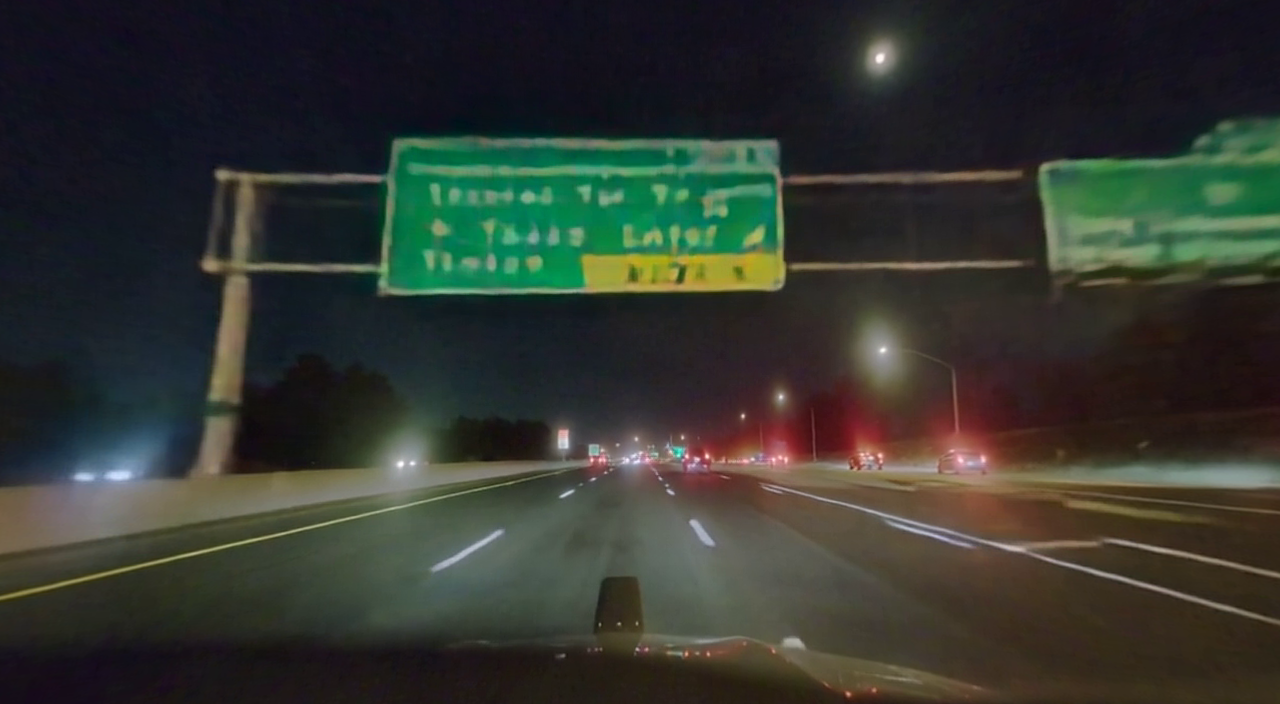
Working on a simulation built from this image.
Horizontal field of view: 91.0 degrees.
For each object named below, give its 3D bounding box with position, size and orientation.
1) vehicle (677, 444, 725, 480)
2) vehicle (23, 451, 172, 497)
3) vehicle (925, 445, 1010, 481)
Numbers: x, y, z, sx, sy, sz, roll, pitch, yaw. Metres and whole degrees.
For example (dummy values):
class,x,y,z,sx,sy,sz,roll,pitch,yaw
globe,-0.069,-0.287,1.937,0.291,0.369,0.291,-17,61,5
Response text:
class,x,y,z,sx,sy,sz,roll,pitch,yaw
vehicle,3.255,6.009,34.632,2.147,1.794,4.538,0,-9,0
vehicle,-22.974,5.146,27.009,2.057,1.759,4.861,0,-9,0
vehicle,17.264,5.854,33.524,2.116,1.754,4.727,0,-9,2
